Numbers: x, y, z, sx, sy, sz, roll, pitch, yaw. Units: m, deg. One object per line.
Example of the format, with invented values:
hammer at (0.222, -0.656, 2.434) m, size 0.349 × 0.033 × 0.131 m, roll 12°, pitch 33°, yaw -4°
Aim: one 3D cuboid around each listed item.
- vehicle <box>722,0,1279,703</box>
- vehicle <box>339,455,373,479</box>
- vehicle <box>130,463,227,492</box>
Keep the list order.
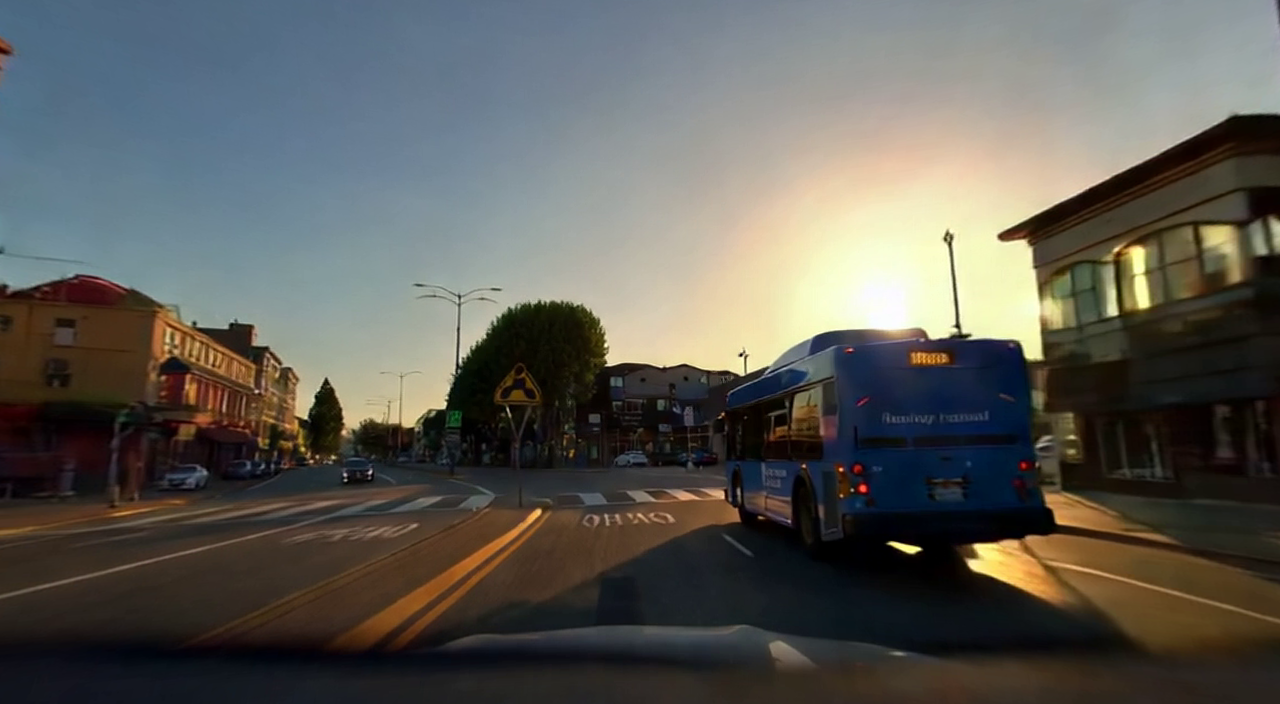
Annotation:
vehicle at (3.144, 0.259, 3.333) m, size 3.194 × 3.345 × 12.428 m, roll 0°, pitch -9°, yaw -3°
vehicle at (-19.625, 7.905, 43.757) m, size 1.944 × 1.505 × 3.944 m, roll 3°, pitch -9°, yaw -23°
vehicle at (-27.269, 7.389, 37.418) m, size 4.384 × 1.500 × 1.864 m, roll 7°, pitch -11°, yaw -40°
